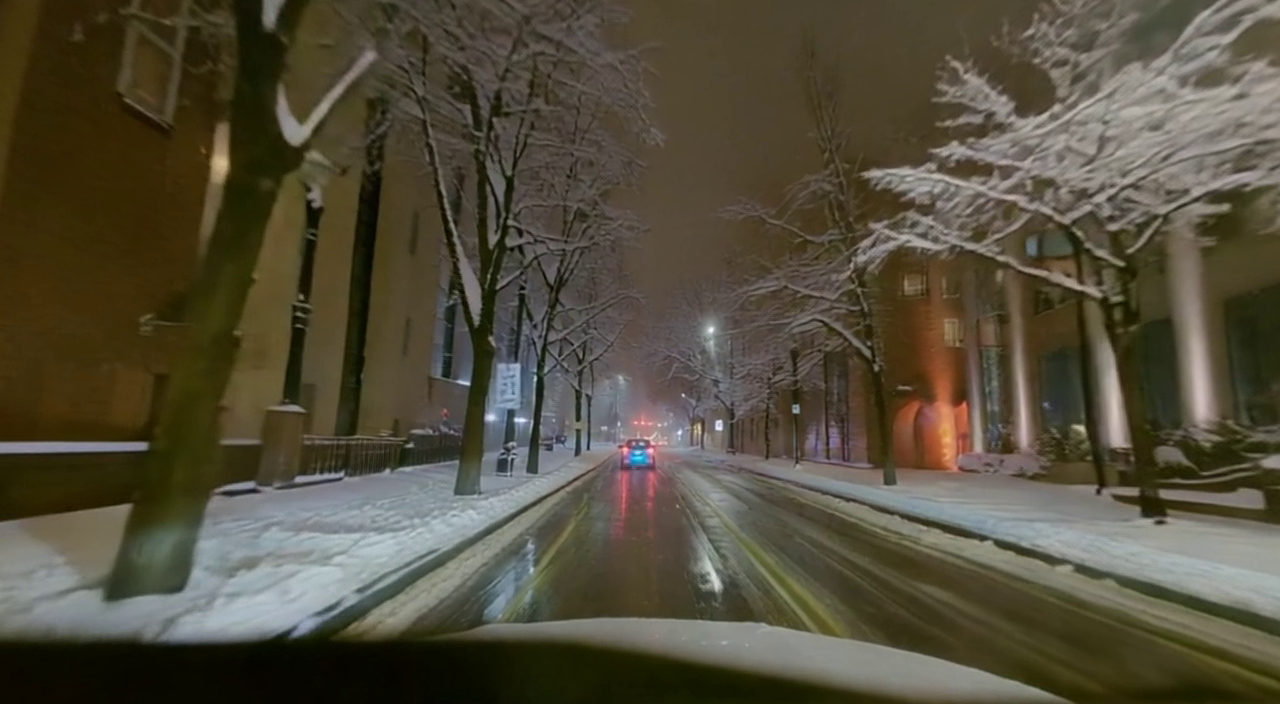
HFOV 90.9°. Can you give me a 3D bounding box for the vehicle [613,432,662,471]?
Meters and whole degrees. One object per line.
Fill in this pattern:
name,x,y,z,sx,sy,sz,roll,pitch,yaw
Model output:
vehicle,-0.111,4.517,28.761,2.079,1.621,3.861,0,-8,-1
